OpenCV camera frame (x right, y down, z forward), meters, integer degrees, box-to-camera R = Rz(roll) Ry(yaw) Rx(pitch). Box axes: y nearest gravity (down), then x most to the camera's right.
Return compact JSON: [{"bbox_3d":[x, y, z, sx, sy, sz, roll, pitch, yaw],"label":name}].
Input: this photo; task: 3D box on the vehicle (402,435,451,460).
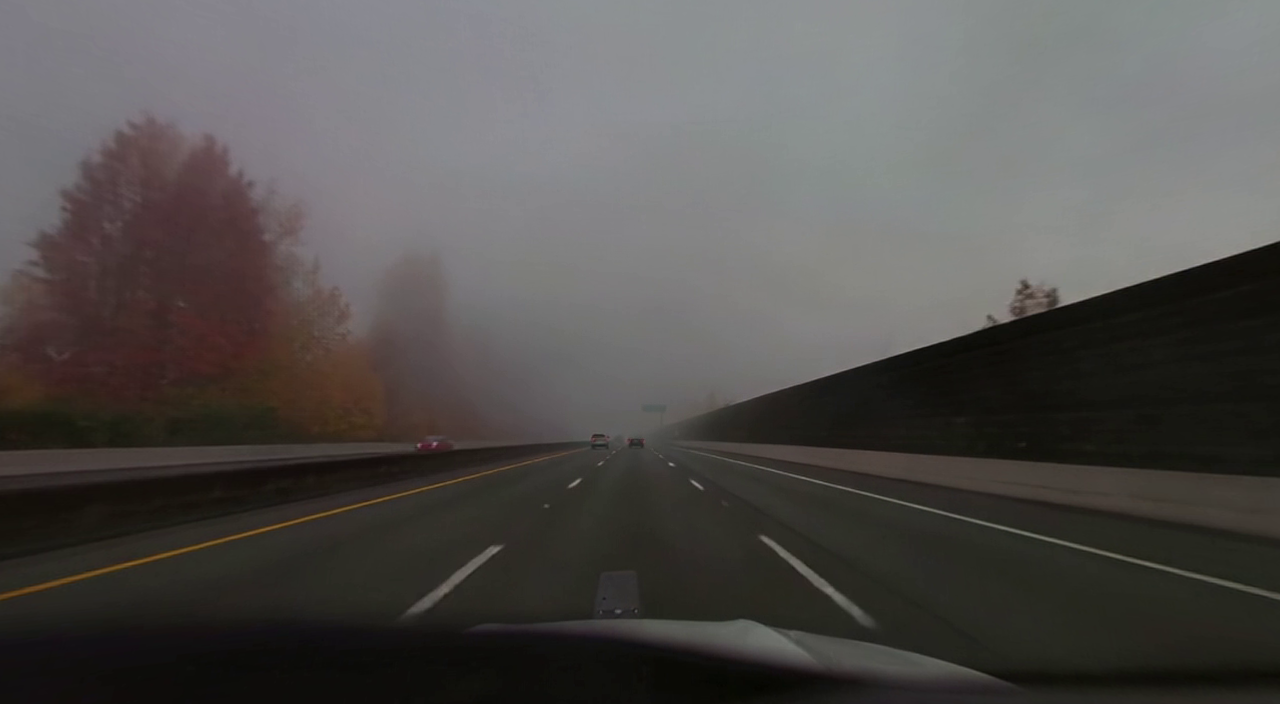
[{"bbox_3d":[-16.571,7.408,49.100,1.997,1.795,5.328,0,-8,0],"label":"vehicle"}]
